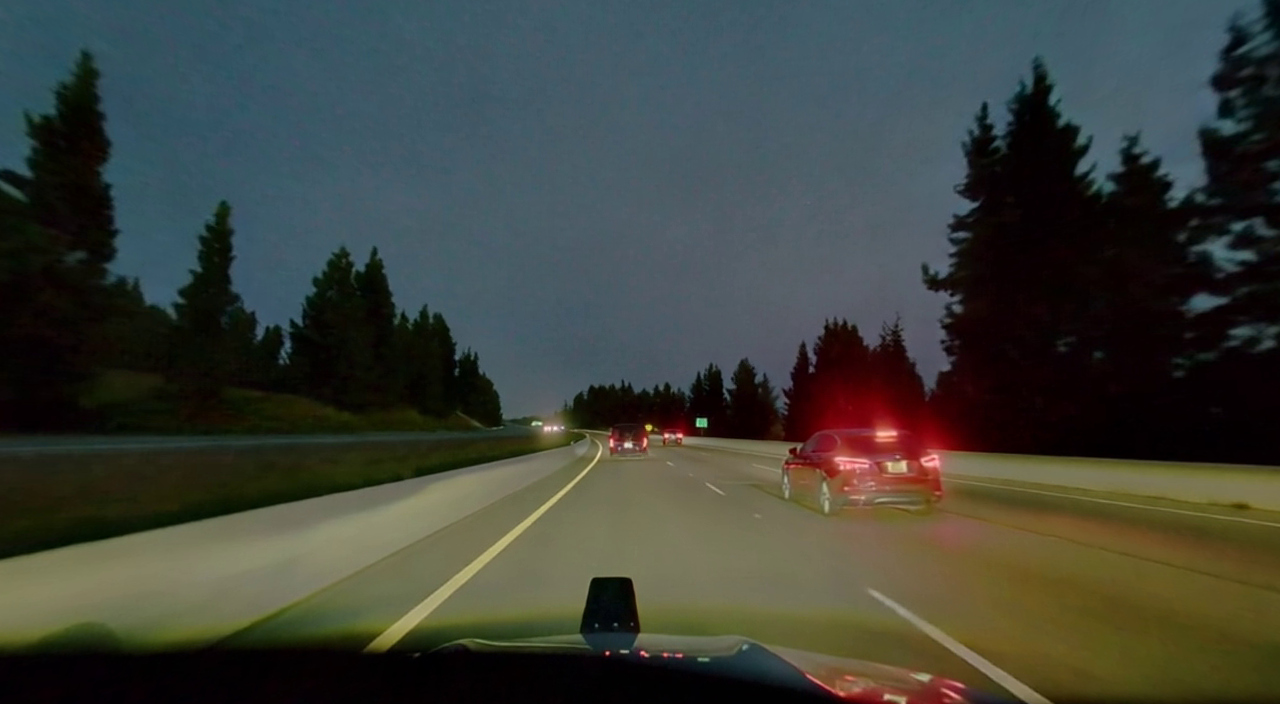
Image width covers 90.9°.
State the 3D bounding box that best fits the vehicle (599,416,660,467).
[{"bbox_3d":[-0.483,3.865,27.252,2.403,1.994,4.683,0,-8,-2],"label":"vehicle"}]

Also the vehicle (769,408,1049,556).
[{"bbox_3d":[3.367,1.693,8.967,2.078,1.600,4.012,0,-8,-2],"label":"vehicle"}]
